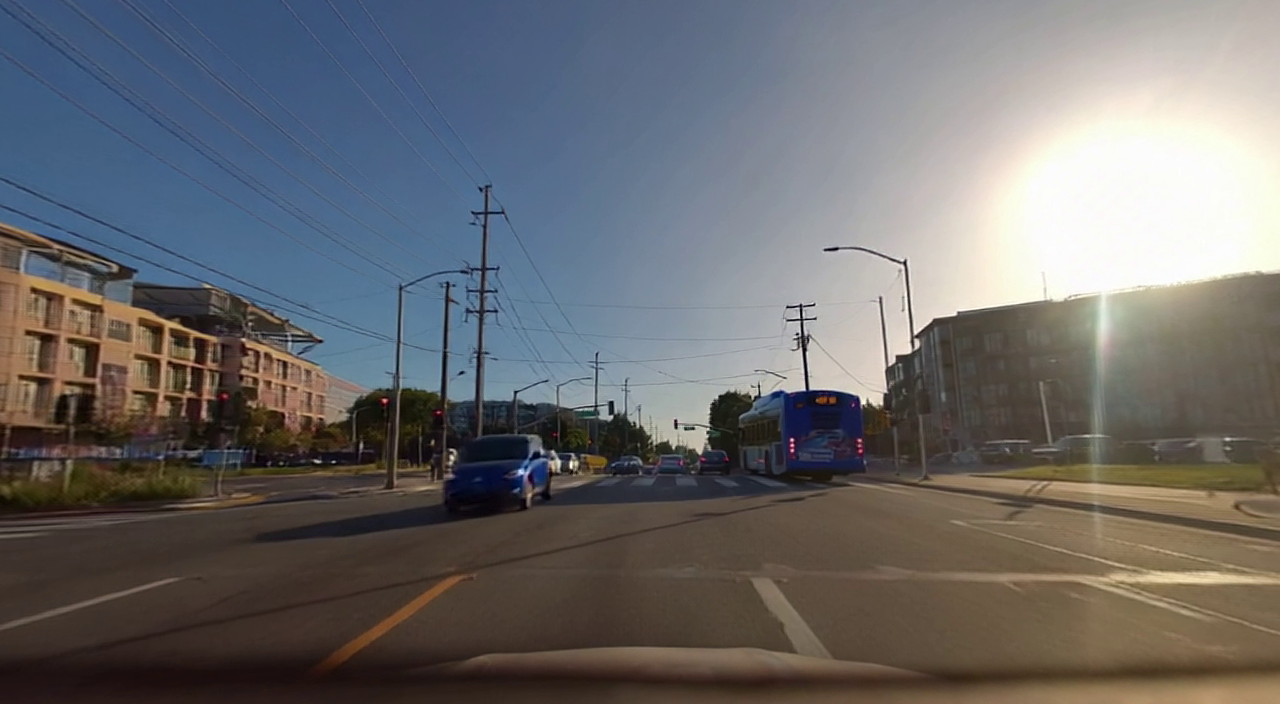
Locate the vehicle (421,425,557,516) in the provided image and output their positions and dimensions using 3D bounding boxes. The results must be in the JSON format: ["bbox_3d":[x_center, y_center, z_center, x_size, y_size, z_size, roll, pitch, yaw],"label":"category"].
[{"bbox_3d":[-3.345,2.724,14.940,2.015,1.818,4.061,-1,-9,3],"label":"vehicle"}]

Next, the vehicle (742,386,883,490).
[{"bbox_3d":[6.736,3.796,27.349,3.045,3.447,12.604,-1,-9,2],"label":"vehicle"}]

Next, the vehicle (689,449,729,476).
[{"bbox_3d":[3.990,6.464,37.194,1.961,1.470,4.196,0,-9,1],"label":"vehicle"}]
